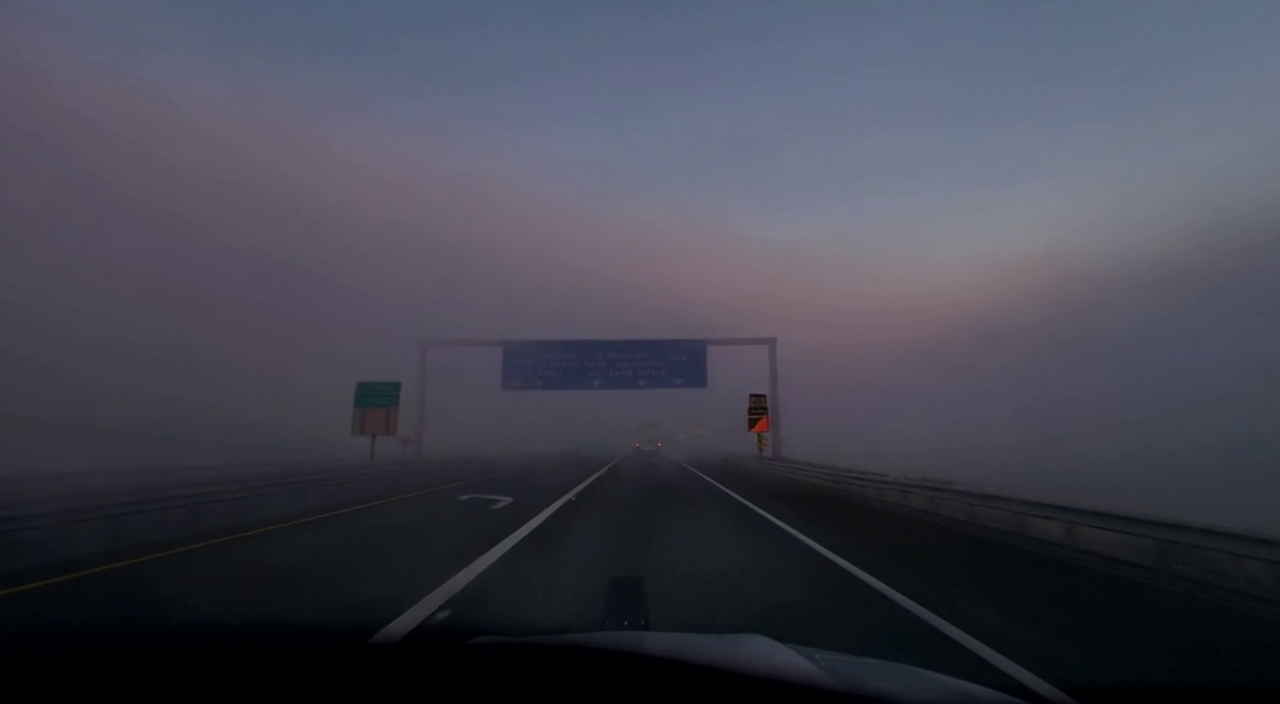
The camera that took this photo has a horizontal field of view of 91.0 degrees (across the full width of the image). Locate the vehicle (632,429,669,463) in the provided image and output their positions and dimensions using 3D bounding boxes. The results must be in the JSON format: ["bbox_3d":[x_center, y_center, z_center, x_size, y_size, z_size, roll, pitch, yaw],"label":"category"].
[{"bbox_3d":[0.696,6.228,41.830,2.277,2.109,4.922,0,-8,1],"label":"vehicle"}]
